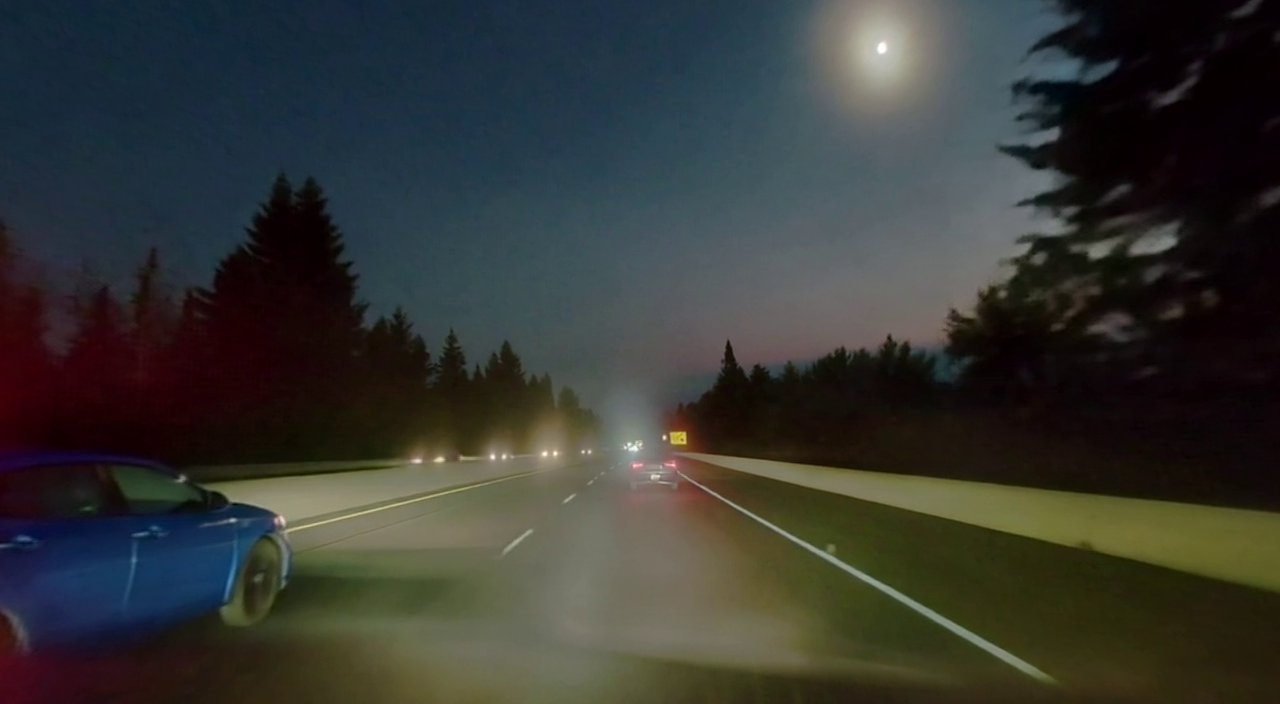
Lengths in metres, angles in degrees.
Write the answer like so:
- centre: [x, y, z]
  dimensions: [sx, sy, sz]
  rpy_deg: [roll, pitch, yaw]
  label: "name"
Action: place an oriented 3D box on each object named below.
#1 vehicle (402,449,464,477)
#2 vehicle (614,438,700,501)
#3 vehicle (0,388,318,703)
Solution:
- centre: [-12.706, 6.818, 38.777]
  dimensions: [1.888, 1.547, 4.445]
  rpy_deg: [-1, -9, 7]
  label: "vehicle"
- centre: [0.341, 3.213, 17.515]
  dimensions: [2.021, 1.533, 4.014]
  rpy_deg: [0, -9, -4]
  label: "vehicle"
- centre: [-3.692, 1.036, 3.191]
  dimensions: [2.083, 1.548, 4.251]
  rpy_deg: [0, -9, -4]
  label: "vehicle"
